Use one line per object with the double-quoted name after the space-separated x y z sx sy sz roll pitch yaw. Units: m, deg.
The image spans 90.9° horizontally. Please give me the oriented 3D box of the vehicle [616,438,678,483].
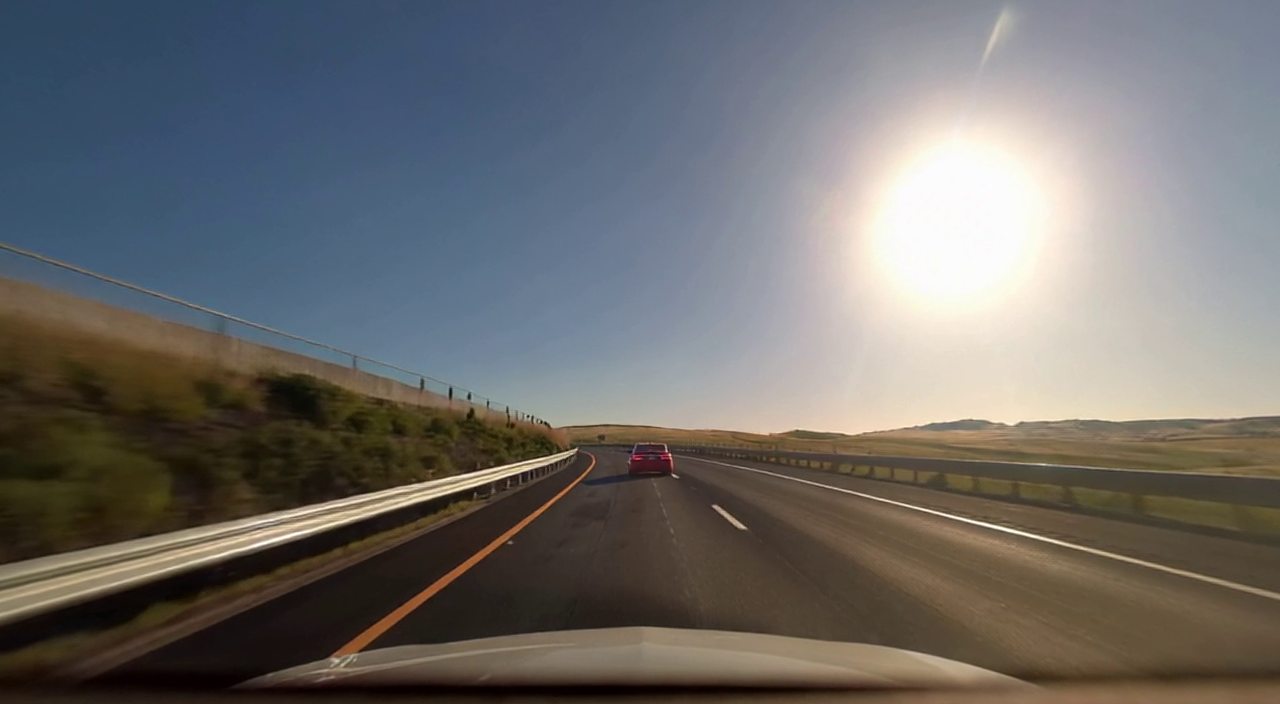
0.142 3.860 22.763 2.029 1.474 4.183 0 -8 -2 "vehicle"
